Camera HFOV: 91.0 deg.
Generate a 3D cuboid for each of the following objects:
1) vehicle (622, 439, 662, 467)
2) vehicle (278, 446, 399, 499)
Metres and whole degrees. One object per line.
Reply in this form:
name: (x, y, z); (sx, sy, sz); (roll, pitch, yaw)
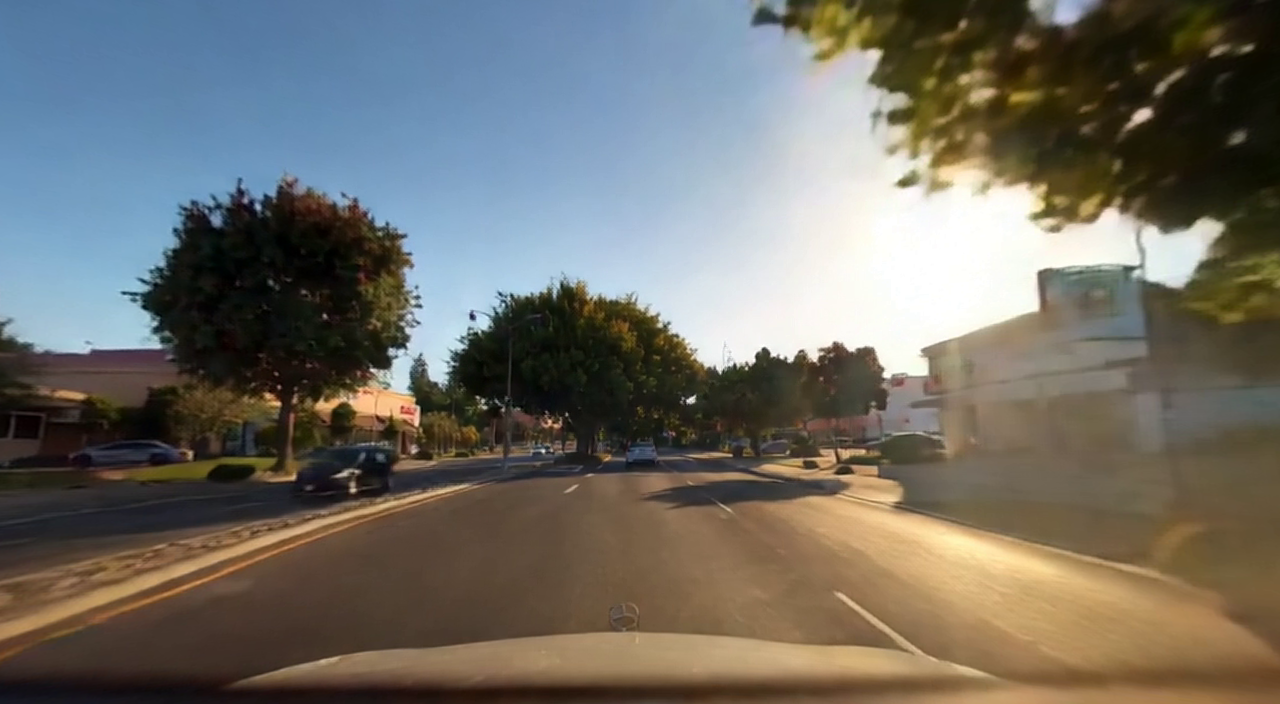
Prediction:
vehicle: (0.041, 5.409, 33.948); (1.998, 1.452, 3.773); (0, -8, -2)
vehicle: (-9.314, 3.721, 19.876); (1.795, 1.426, 4.216); (0, -8, -1)
